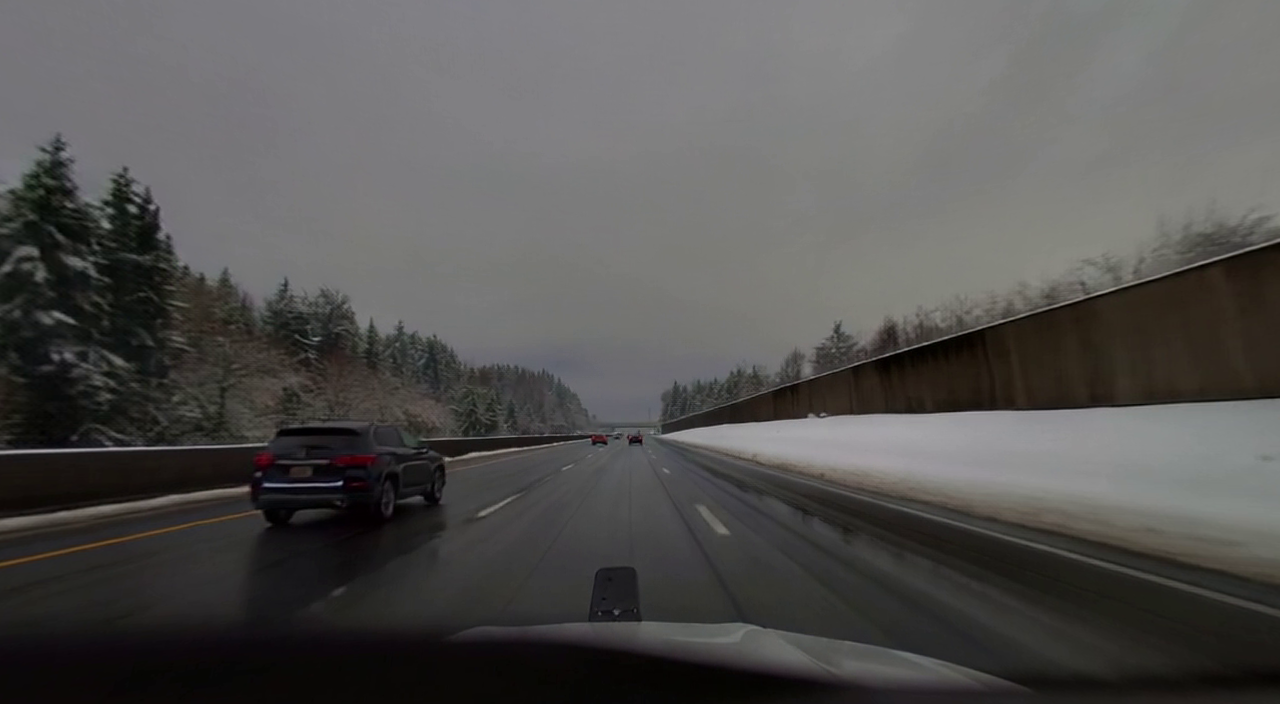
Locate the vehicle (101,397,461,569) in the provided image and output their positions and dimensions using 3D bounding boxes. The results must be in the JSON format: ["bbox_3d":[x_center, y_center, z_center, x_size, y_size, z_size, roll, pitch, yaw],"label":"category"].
[{"bbox_3d":[-4.311,1.633,8.759,2.306,1.730,4.606,0,-8,-1],"label":"vehicle"}]
